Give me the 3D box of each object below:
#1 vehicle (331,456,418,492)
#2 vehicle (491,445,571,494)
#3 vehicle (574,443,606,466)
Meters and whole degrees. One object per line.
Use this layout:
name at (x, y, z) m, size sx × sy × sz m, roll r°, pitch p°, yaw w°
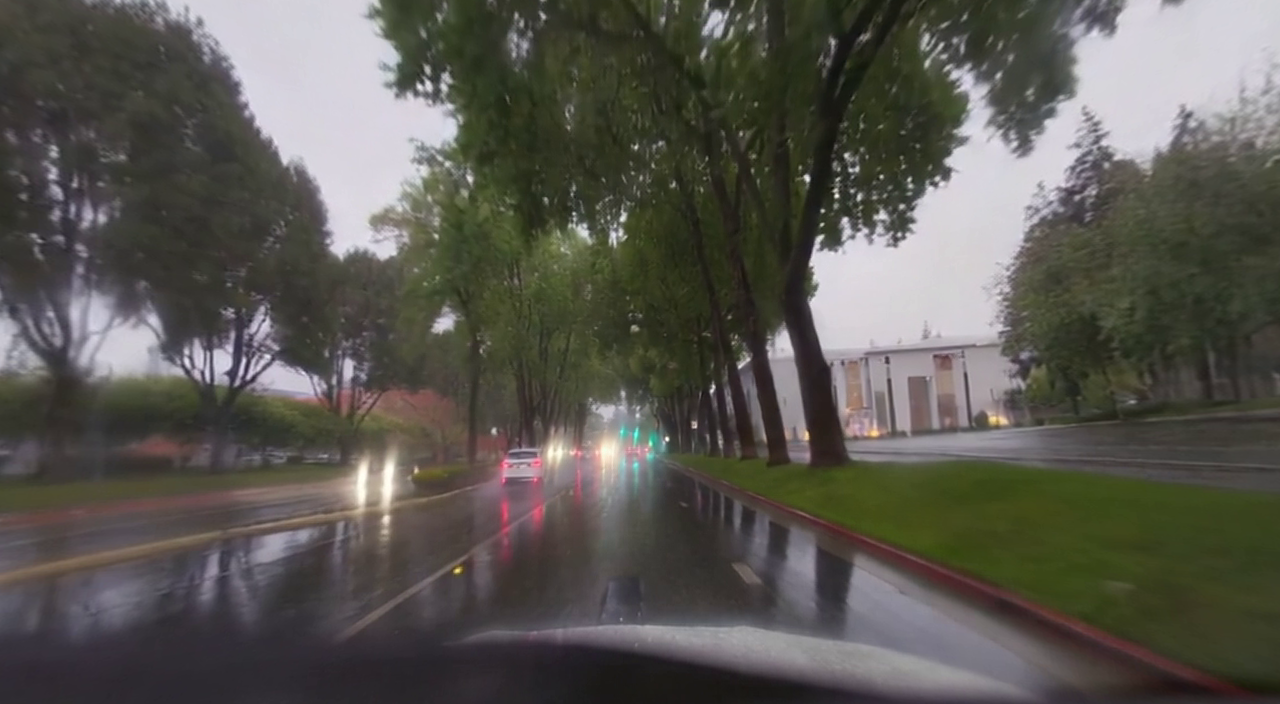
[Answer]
vehicle at (-11.808, 5.444, 28.468) m, size 1.924 × 1.430 × 4.417 m, roll 0°, pitch -9°, yaw 1°
vehicle at (-3.516, 3.869, 21.140) m, size 1.932 × 1.431 × 4.144 m, roll 0°, pitch -9°, yaw 0°
vehicle at (-3.847, 7.938, 49.049) m, size 2.077 × 1.725 × 4.153 m, roll 0°, pitch -9°, yaw 1°
